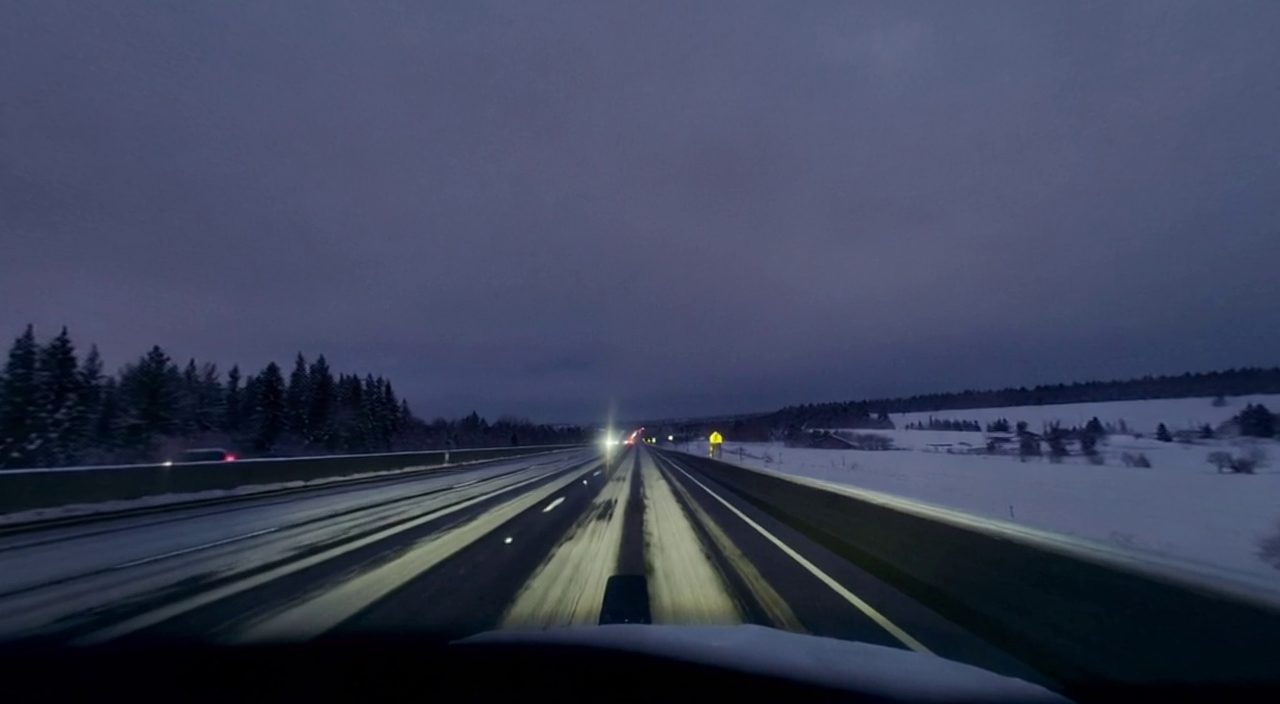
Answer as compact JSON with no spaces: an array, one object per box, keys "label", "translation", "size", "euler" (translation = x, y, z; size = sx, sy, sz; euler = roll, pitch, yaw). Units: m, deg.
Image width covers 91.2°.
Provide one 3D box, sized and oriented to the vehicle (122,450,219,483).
[{"label":"vehicle","translation":[-23.877,5.817,32.102],"size":[1.797,1.517,4.021],"euler":[0,-8,0]}]
